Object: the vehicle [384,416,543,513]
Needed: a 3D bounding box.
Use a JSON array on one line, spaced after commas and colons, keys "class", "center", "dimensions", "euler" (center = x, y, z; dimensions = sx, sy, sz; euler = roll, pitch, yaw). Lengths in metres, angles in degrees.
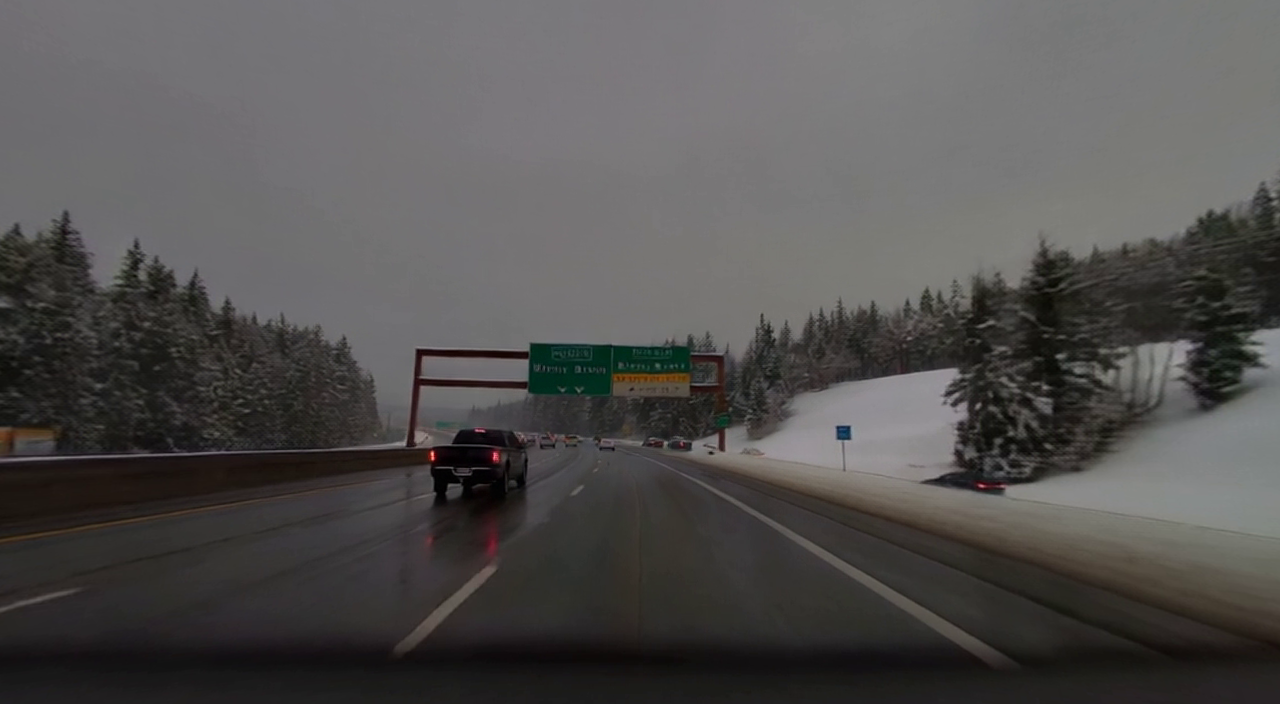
[{"class": "vehicle", "center": [-3.681, 2.475, 14.245], "dimensions": [2.142, 1.789, 5.009], "euler": [0, -8, 0]}]
